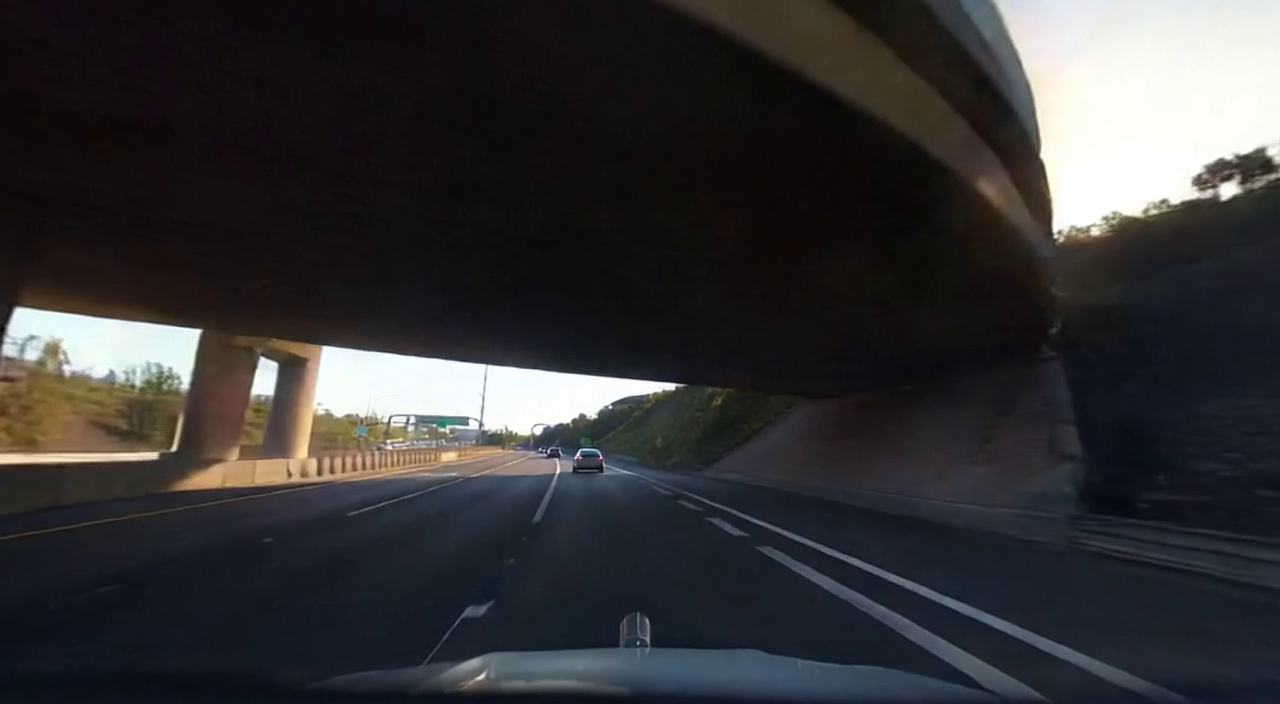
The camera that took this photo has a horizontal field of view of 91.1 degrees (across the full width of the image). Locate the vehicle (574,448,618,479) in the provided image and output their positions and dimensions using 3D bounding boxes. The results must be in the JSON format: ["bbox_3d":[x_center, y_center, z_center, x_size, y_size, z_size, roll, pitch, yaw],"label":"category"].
[{"bbox_3d":[-2.325,5.752,32.688,2.140,1.455,4.135,0,-9,-5],"label":"vehicle"}]
